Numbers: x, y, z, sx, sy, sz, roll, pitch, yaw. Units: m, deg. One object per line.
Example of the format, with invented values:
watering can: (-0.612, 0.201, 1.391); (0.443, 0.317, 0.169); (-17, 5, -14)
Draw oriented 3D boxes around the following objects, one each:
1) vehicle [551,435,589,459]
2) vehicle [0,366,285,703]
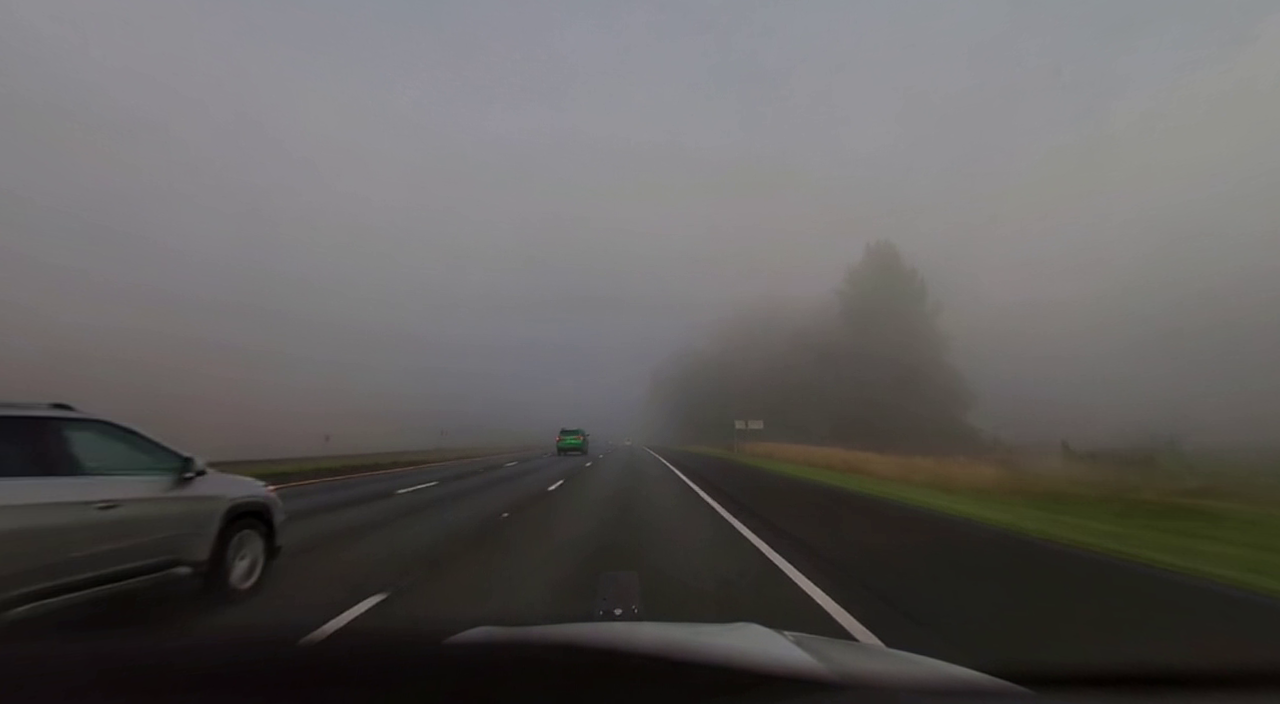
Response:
vehicle: (-4.509, 6.140, 40.846); (2.063, 1.496, 4.225); (0, -8, -1)
vehicle: (-4.137, 0.920, 3.177); (2.070, 1.647, 4.577); (0, -8, -1)
